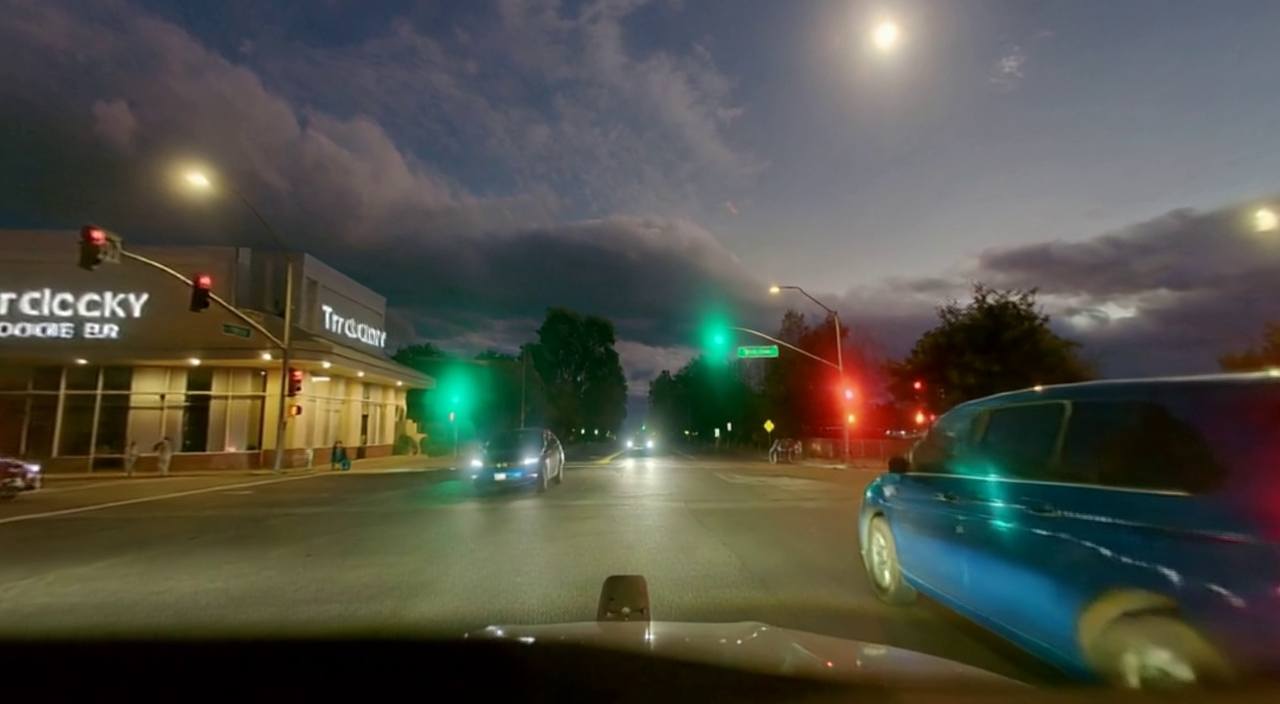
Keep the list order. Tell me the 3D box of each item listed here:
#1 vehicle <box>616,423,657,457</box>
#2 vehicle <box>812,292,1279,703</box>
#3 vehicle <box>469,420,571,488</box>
[{"bbox_3d":[-0.238,5.519,39.376,2.390,1.948,5.344,0,-8,-1],"label":"vehicle"},{"bbox_3d":[2.859,0.985,4.245,2.048,1.725,4.754,0,-8,0],"label":"vehicle"},{"bbox_3d":[-3.205,2.829,17.723,1.961,1.658,4.064,-1,-8,2],"label":"vehicle"}]
